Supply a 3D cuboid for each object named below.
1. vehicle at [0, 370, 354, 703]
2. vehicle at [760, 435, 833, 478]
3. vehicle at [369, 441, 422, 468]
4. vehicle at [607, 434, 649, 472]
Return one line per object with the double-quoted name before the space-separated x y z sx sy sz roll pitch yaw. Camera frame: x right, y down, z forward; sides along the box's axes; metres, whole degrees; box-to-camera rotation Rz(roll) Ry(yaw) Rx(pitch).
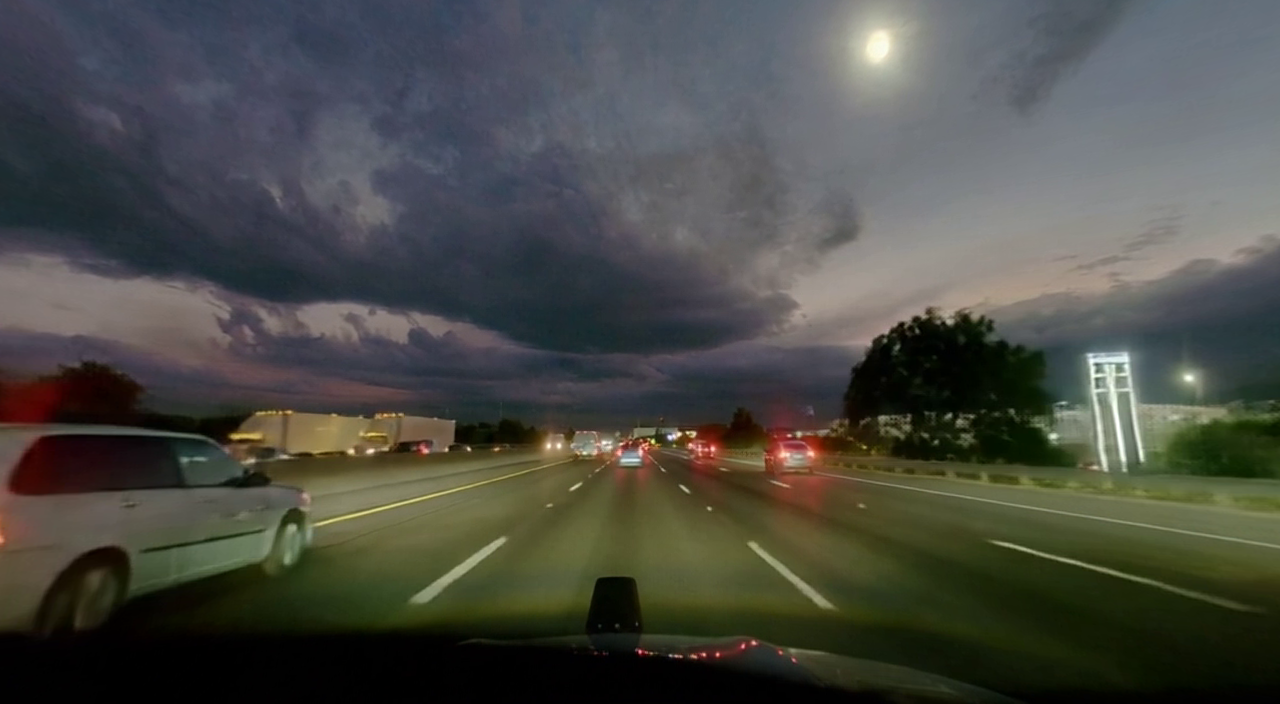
"vehicle" -4.211 1.134 4.561 2.126 1.631 4.643 0 -9 0
"vehicle" 6.559 4.427 26.926 1.944 1.666 4.184 0 -9 -1
"vehicle" -13.894 5.810 36.024 1.599 1.438 3.419 0 -9 0
"vehicle" -0.563 5.140 32.366 2.002 1.759 4.658 0 -9 0
